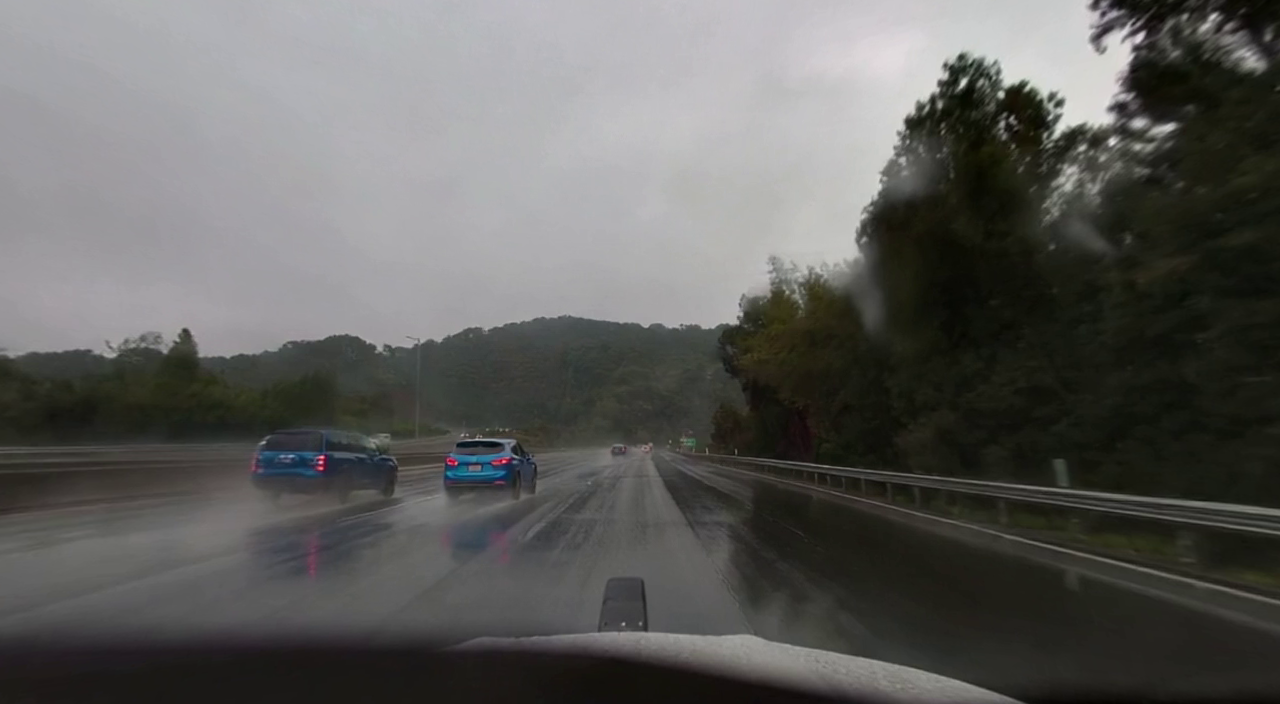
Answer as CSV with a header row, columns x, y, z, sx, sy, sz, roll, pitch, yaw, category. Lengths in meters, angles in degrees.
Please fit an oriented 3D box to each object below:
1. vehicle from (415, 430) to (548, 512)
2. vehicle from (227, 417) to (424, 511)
x,y,z,sx,sy,sz,roll,pitch,yaw,category
-3.571,2.762,15.143,1.983,1.663,4.290,0,-9,1,vehicle
-7.340,2.682,15.519,2.151,1.925,4.945,0,-9,2,vehicle
